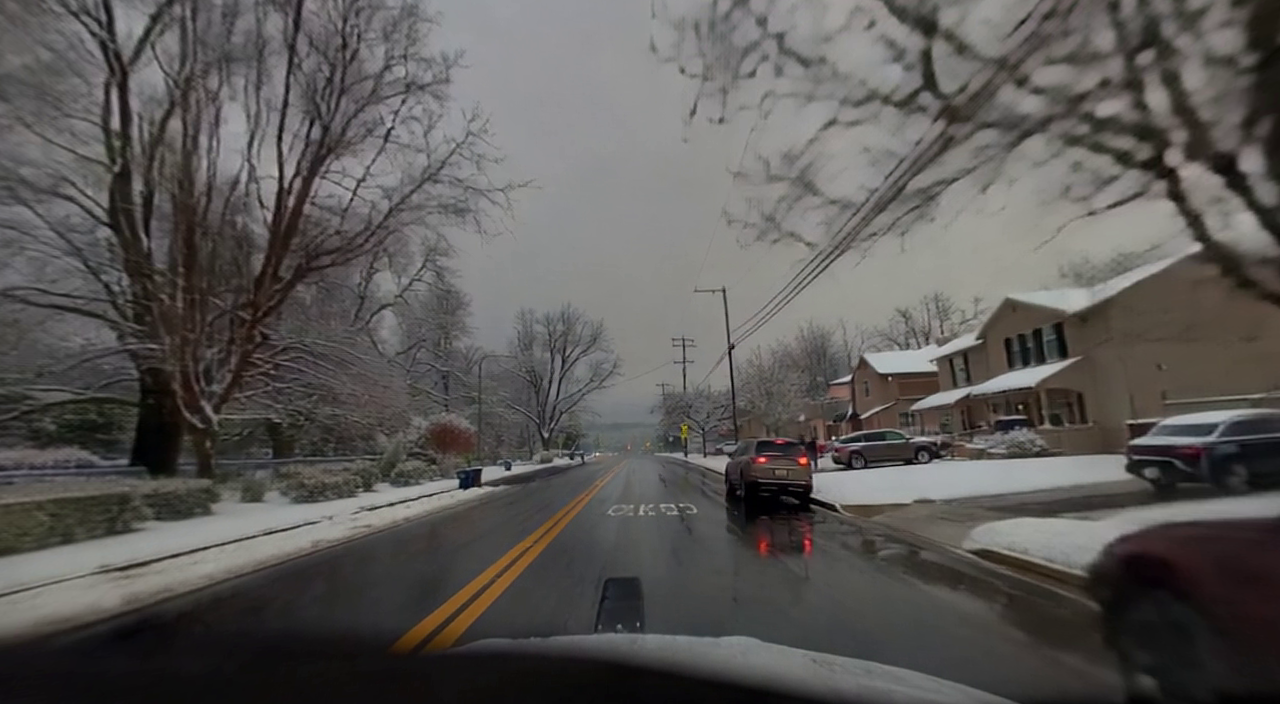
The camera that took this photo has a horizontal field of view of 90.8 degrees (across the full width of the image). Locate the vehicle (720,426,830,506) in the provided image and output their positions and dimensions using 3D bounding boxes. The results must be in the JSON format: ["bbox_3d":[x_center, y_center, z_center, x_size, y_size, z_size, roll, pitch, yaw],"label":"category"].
[{"bbox_3d":[3.429,2.986,16.934,1.949,1.807,4.224,1,-9,-1],"label":"vehicle"}]

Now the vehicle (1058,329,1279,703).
[{"bbox_3d":[3.500,0.621,1.132,2.125,1.772,4.629,0,-9,-3],"label":"vehicle"}]

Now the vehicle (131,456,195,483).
[{"bbox_3d":[-29.083,7.096,38.463,4.558,1.495,1.925,-7,-11,38],"label":"vehicle"}]

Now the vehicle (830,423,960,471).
[{"bbox_3d":[10.523,3.941,26.340,4.512,1.793,1.908,-1,-9,-2],"label":"vehicle"}]
